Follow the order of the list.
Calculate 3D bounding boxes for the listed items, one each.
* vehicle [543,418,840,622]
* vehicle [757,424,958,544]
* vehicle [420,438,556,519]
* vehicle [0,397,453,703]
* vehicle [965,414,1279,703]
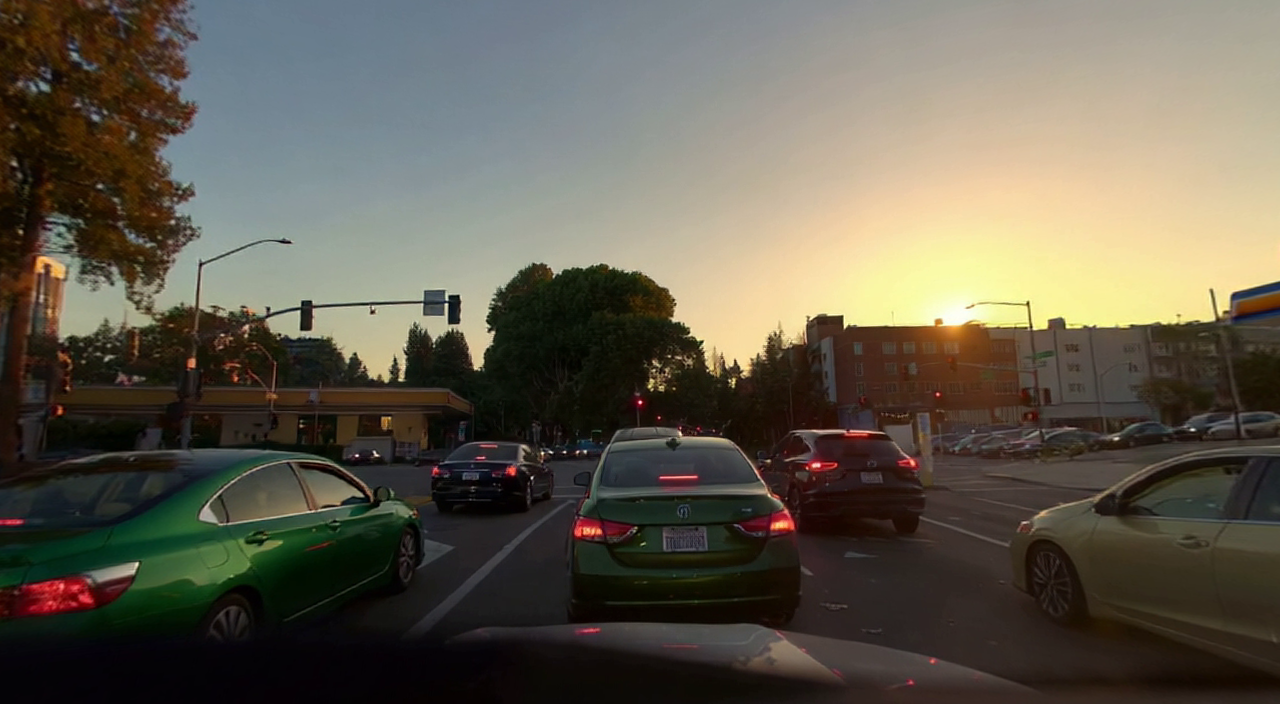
[{"bbox_3d":[0.328,1.584,6.946,2.220,1.507,4.317,0,-9,-2],"label":"vehicle"},{"bbox_3d":[3.377,2.126,10.790,1.947,1.630,4.127,0,-9,0],"label":"vehicle"},{"bbox_3d":[-3.070,2.643,13.701,1.867,1.474,4.237,0,-9,1],"label":"vehicle"},{"bbox_3d":[-3.005,1.249,4.625,1.887,1.493,4.255,0,-9,1],"label":"vehicle"},{"bbox_3d":[4.180,1.135,3.612,1.950,1.497,4.686,0,-9,-3],"label":"vehicle"}]
